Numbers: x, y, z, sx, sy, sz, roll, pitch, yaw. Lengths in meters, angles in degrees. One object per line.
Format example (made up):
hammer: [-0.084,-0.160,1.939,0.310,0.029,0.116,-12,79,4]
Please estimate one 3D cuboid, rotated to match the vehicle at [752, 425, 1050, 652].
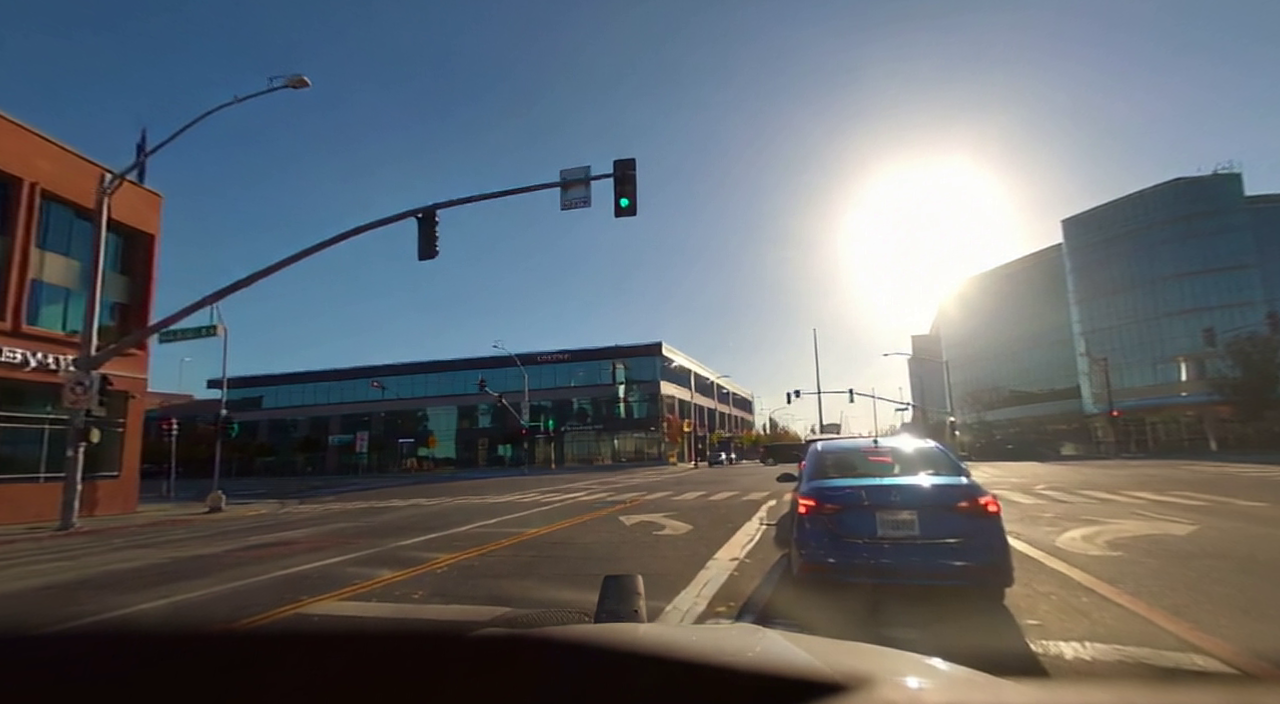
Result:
vehicle: [2.329,1.579,6.566,1.872,1.459,4.483,-2,-9,15]
